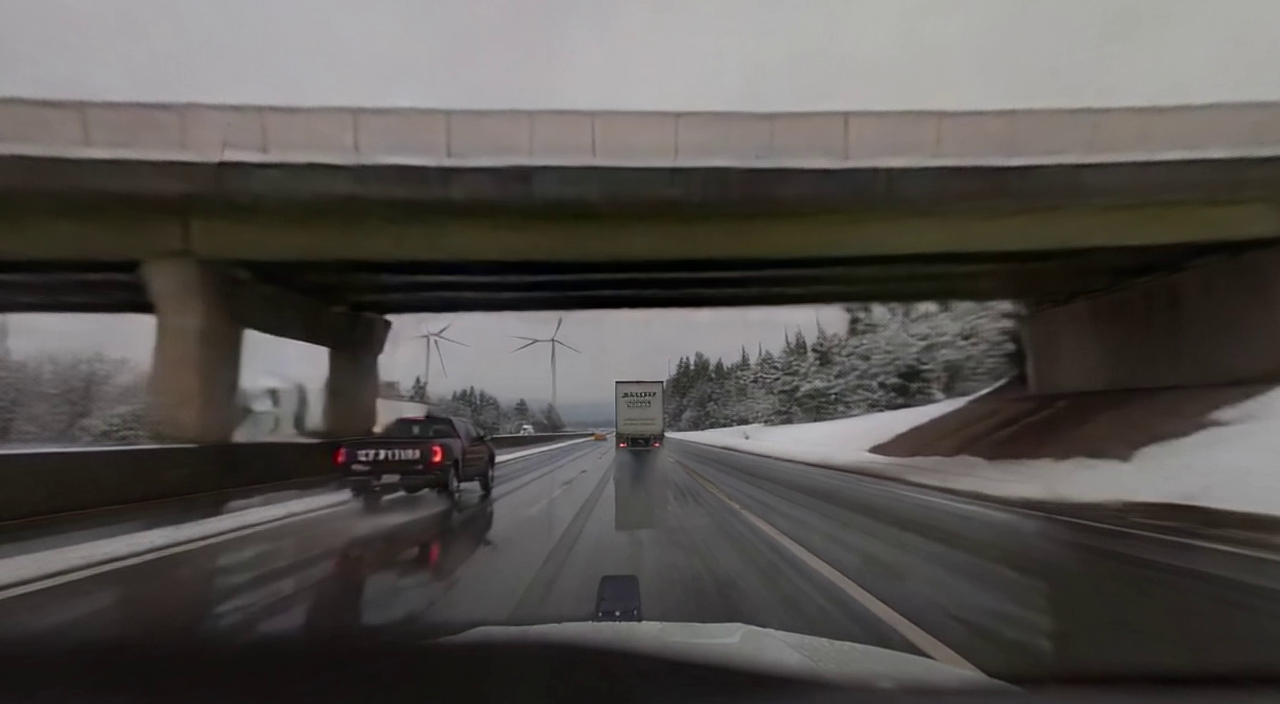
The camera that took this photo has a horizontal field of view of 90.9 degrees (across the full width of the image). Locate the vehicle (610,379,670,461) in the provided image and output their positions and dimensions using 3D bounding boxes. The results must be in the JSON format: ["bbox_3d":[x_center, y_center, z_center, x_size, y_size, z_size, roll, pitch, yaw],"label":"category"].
[{"bbox_3d":[-0.123,4.105,36.865,2.906,3.990,12.551,0,-8,-1],"label":"vehicle"}]

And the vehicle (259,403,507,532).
[{"bbox_3d":[-3.911,1.843,10.817,2.167,1.686,4.946,0,-8,0],"label":"vehicle"}]
